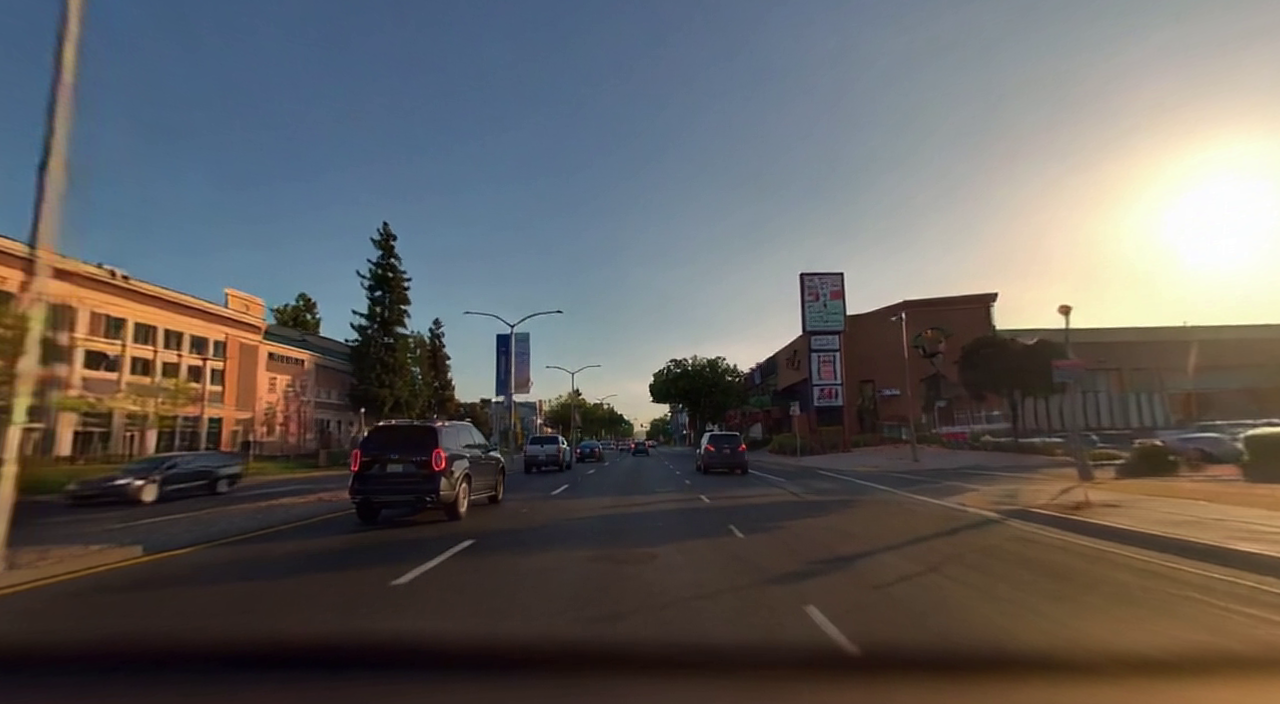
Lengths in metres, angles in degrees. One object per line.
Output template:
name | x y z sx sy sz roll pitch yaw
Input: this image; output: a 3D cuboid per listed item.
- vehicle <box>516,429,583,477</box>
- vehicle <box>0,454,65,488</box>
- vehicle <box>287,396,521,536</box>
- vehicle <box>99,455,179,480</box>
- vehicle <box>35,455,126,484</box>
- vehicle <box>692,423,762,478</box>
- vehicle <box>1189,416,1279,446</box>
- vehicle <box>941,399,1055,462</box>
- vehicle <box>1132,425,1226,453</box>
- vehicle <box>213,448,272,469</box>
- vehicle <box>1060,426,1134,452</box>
vehicle | -3.606 4.090 25.786 2.014 1.775 4.404 0 -8 1
vehicle | -31.361 5.940 31.403 3.631 1.578 1.612 6 -10 -38
vehicle | -3.735 1.922 11.183 2.210 1.925 4.838 0 -8 1
vehicle | -30.929 7.117 38.873 3.686 1.382 1.629 6 -10 -36
vehicle | -31.042 6.478 34.901 3.607 1.428 1.639 7 -11 -41
vehicle | 3.257 3.799 24.448 2.024 1.921 4.431 0 -8 -1
vehicle | 33.595 4.497 35.379 1.776 1.565 3.870 0 -9 1
vehicle | 21.999 4.951 39.146 2.758 3.509 7.034 0 -8 -1
vehicle | 30.848 5.022 36.100 1.735 1.478 4.040 0 -8 -2
vehicle | -29.856 8.015 47.283 3.617 1.442 1.608 4 -9 -29
vehicle | 30.364 5.810 41.838 1.830 1.651 3.967 0 -8 -1
